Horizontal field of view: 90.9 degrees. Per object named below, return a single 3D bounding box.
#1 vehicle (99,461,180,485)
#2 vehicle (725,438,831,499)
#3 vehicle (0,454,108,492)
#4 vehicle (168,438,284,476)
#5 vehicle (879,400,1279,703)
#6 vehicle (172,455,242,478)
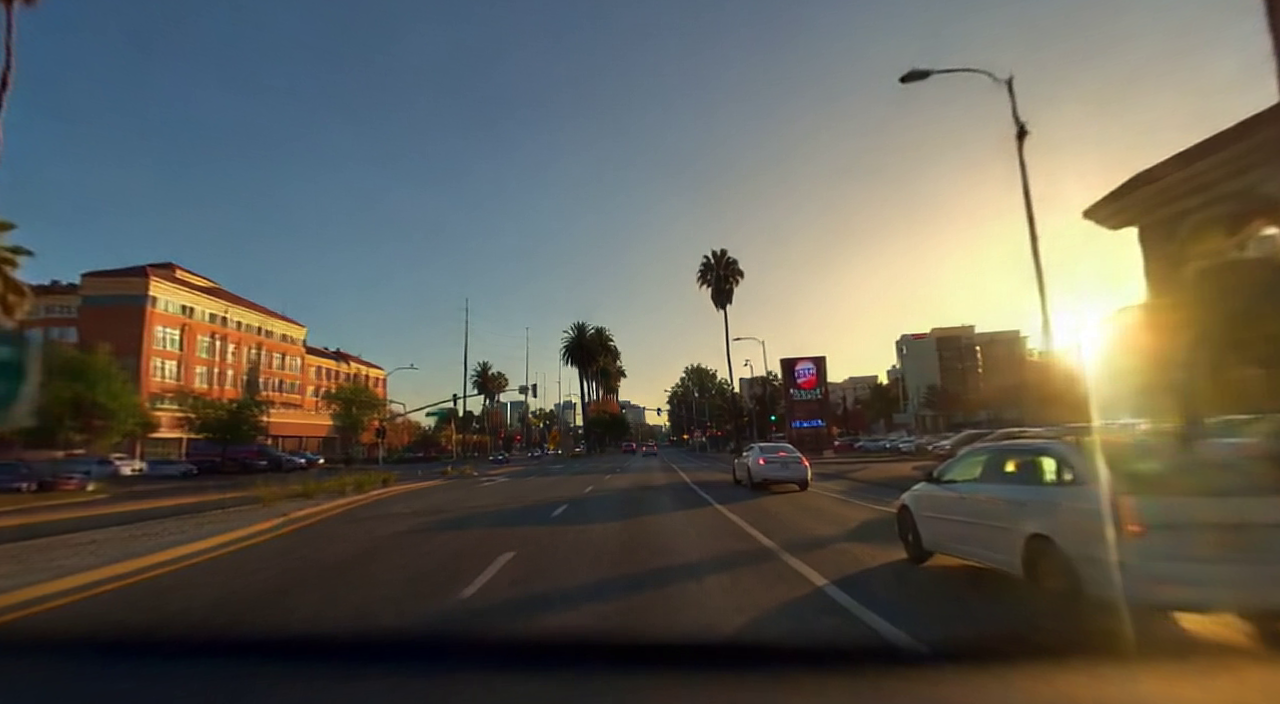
[{"bbox_3d":[-31.382,7.562,39.642,1.703,1.328,4.065,0,-8,1],"label":"vehicle"},{"bbox_3d":[3.694,3.209,17.814,1.870,1.467,4.800,0,-8,0],"label":"vehicle"},{"bbox_3d":[-31.984,6.443,33.678,4.978,1.873,2.164,0,-8,-1],"label":"vehicle"},{"bbox_3d":[-30.758,7.785,46.989,7.019,2.687,2.419,-1,-8,4],"label":"vehicle"},{"bbox_3d":[3.677,1.294,5.023,1.931,1.534,4.126,0,-8,0],"label":"vehicle"},{"bbox_3d":[-29.465,7.790,43.062,1.966,1.430,4.309,0,-9,-4],"label":"vehicle"}]
